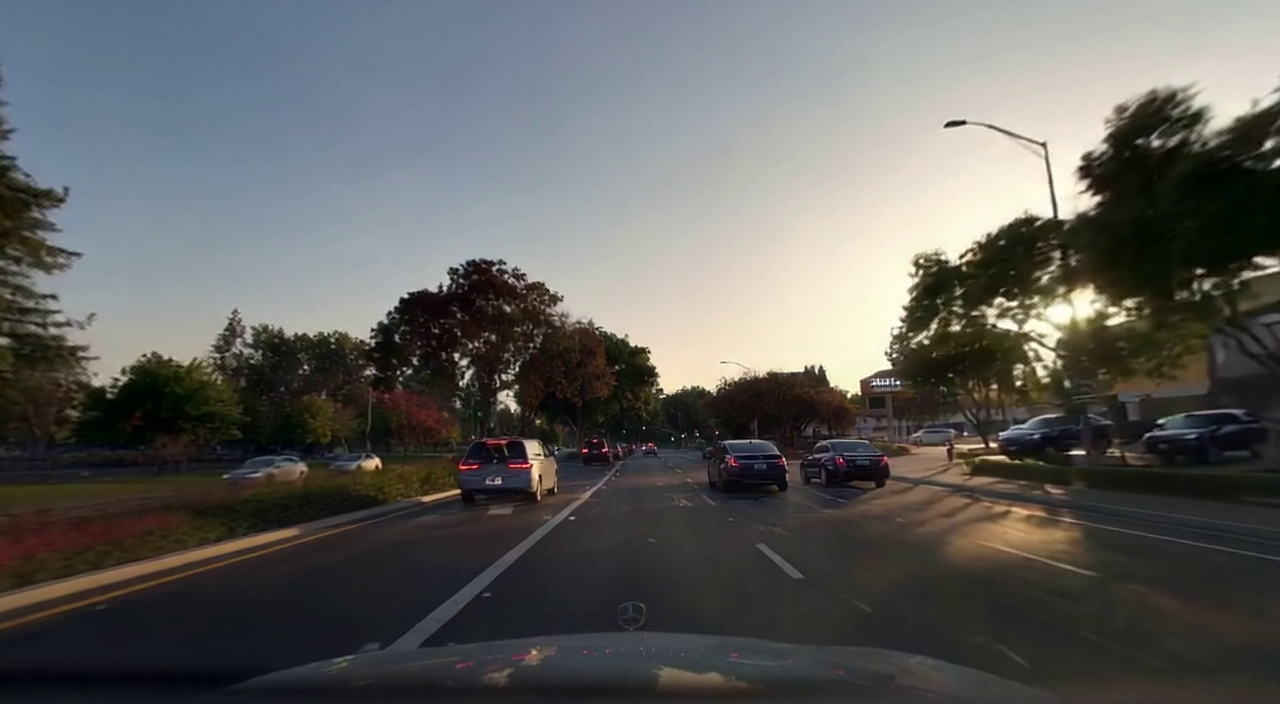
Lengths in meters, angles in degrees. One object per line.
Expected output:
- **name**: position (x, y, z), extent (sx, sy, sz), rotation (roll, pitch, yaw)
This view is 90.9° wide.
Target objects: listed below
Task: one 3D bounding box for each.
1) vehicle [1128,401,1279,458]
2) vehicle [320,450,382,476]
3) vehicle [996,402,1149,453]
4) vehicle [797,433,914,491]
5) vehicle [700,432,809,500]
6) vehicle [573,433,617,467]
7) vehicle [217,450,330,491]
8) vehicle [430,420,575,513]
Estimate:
- **vehicle**: position (17.024, 2.346, 18.738), extent (4.698, 1.495, 2.125), rotation (4, -10, -29)
- **vehicle**: position (-17.703, 6.779, 38.767), extent (1.749, 1.454, 4.318), rotation (0, -9, 0)
- **vehicle**: position (16.726, 2.971, 24.427), extent (4.953, 1.804, 2.337), rotation (3, -9, -21)
- **vehicle**: position (6.377, 3.322, 19.311), extent (1.881, 1.540, 4.750), rotation (0, -9, 0)
- **vehicle**: position (2.808, 2.915, 16.430), extent (2.004, 1.512, 4.206), rotation (0, -9, 0)
- **vehicle**: position (-2.461, 5.548, 35.768), extent (2.117, 1.799, 4.442), rotation (0, -9, 1)
- **vehicle**: position (-14.464, 4.678, 25.198), extent (1.858, 1.456, 4.347), rotation (0, -9, 1)
- **vehicle**: position (-2.834, 2.504, 14.161), extent (2.141, 1.719, 4.379), rotation (0, -9, 2)
